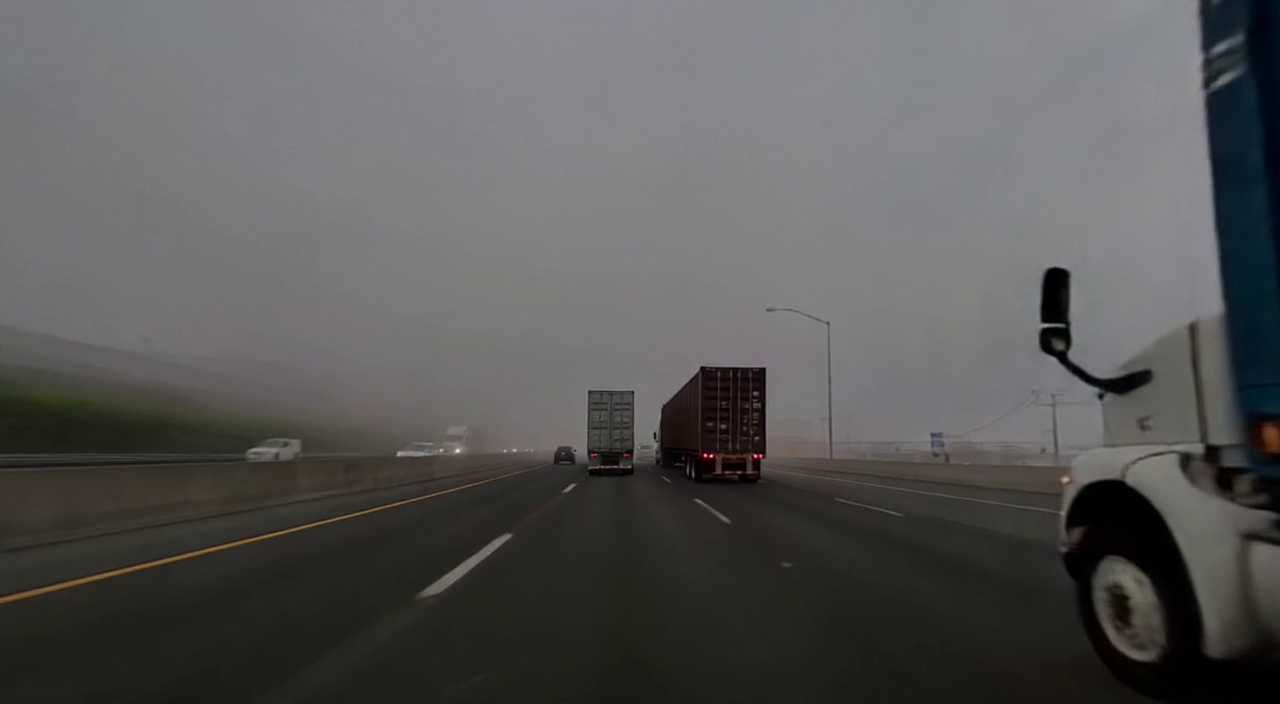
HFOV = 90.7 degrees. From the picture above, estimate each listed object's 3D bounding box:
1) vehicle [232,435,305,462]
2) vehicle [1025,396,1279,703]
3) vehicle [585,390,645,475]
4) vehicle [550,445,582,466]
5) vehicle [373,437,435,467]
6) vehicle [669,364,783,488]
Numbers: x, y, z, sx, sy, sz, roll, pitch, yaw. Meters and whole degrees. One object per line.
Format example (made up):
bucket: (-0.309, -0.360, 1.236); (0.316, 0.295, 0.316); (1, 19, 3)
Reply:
vehicle: (-28.684, 7.491, 49.125); (2.267, 1.933, 5.893); (0, -8, -3)
vehicle: (3.296, 0.778, 1.455); (2.073, 1.474, 4.320); (0, -8, 0)
vehicle: (-1.339, 4.727, 36.399); (2.841, 4.071, 12.046); (0, -8, -1)
vehicle: (-5.662, 7.962, 48.880); (2.138, 1.478, 4.641); (0, -8, -3)
vehicle: (-13.483, 5.723, 36.447); (1.968, 1.601, 4.575); (0, -8, -2)
vehicle: (3.122, 3.348, 27.216); (2.803, 4.072, 12.744); (0, -8, -1)
